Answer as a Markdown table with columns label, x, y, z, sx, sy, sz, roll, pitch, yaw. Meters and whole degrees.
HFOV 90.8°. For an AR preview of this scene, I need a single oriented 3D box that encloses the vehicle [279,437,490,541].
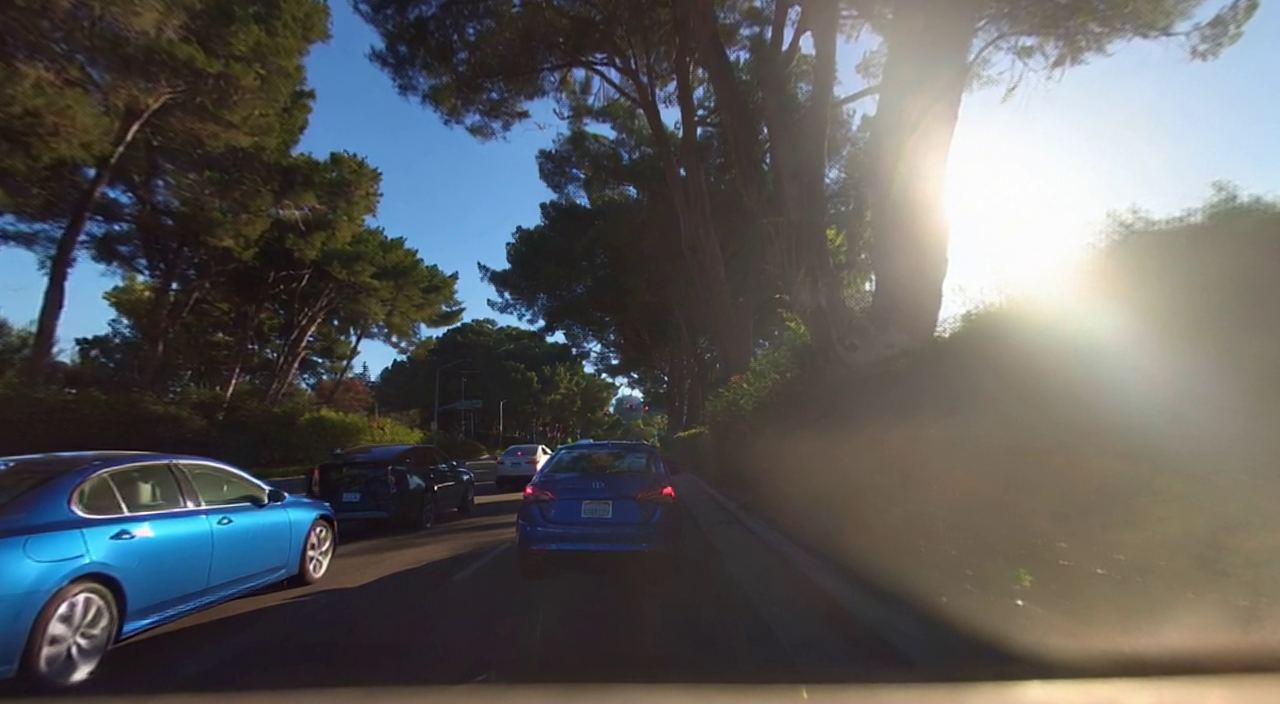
| label | x | y | z | sx | sy | sz | roll | pitch | yaw |
| --- | --- | --- | --- | --- | --- | --- | --- | --- | --- |
| vehicle | -4.256 | 2.325 | 11.466 | 1.898 | 1.503 | 4.453 | 0 | -8 | 1 |

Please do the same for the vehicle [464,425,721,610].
| label | x | y | z | sx | sy | sz | roll | pitch | yaw |
| --- | --- | --- | --- | --- | --- | --- | --- | --- | --- |
| vehicle | -0.408 | 1.683 | 7.375 | 2.127 | 1.517 | 4.090 | 0 | -8 | 0 |

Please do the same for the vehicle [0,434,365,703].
| label | x | y | z | sx | sy | sz | roll | pitch | yaw |
| --- | --- | --- | --- | --- | --- | --- | --- | --- | --- |
| vehicle | -3.810 | 1.318 | 4.468 | 1.784 | 1.408 | 4.141 | 0 | -8 | 1 |
